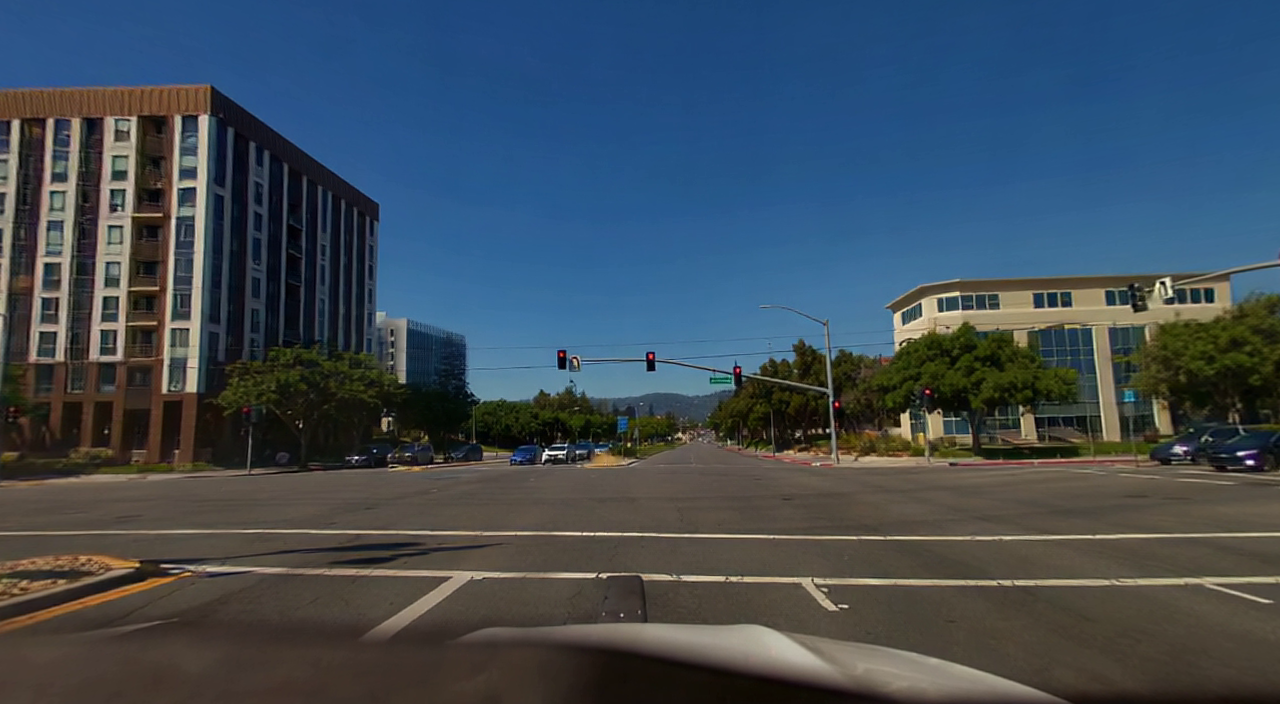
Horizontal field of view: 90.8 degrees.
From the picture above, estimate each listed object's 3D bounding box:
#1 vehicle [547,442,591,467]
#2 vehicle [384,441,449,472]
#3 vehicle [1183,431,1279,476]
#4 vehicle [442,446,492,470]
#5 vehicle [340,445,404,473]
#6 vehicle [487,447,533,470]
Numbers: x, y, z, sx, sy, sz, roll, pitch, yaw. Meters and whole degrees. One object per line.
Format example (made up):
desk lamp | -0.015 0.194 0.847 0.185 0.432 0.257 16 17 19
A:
vehicle | -4.531 6.619 40.916 2.109 1.461 4.637 -1 -9 2
vehicle | -15.135 7.126 43.243 2.340 1.946 5.450 -1 -9 1
vehicle | 22.324 3.565 22.353 4.474 1.477 1.908 0 -9 -3
vehicle | -11.639 7.150 42.815 2.003 1.476 4.297 -1 -9 2
vehicle | -18.549 7.416 44.086 2.237 1.842 5.116 0 -9 0
vehicle | -8.067 6.627 39.541 1.910 1.288 4.093 -1 -9 1
